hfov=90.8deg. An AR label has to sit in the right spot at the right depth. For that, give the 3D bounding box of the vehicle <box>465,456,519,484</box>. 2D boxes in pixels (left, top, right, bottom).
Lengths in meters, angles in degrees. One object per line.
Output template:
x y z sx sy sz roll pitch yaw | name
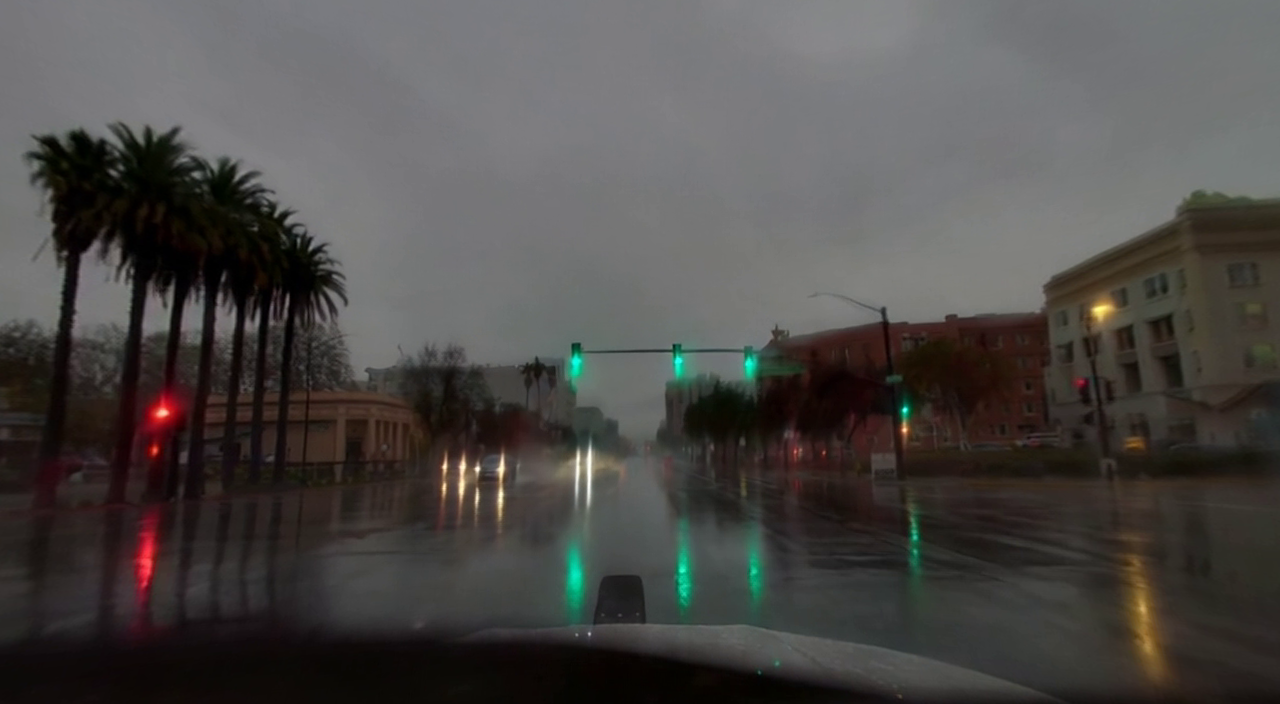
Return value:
-8.735 6.984 37.608 2.095 1.482 4.523 0 -9 0 | vehicle

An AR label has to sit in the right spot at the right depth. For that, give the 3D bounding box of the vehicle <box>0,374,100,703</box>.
-3.873 0.676 1.059 2.026 1.723 4.832 1 -9 -6 | vehicle

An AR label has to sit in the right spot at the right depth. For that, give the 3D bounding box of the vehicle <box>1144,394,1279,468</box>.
32.767 4.284 33.720 2.863 3.609 10.252 0 -9 -3 | vehicle
